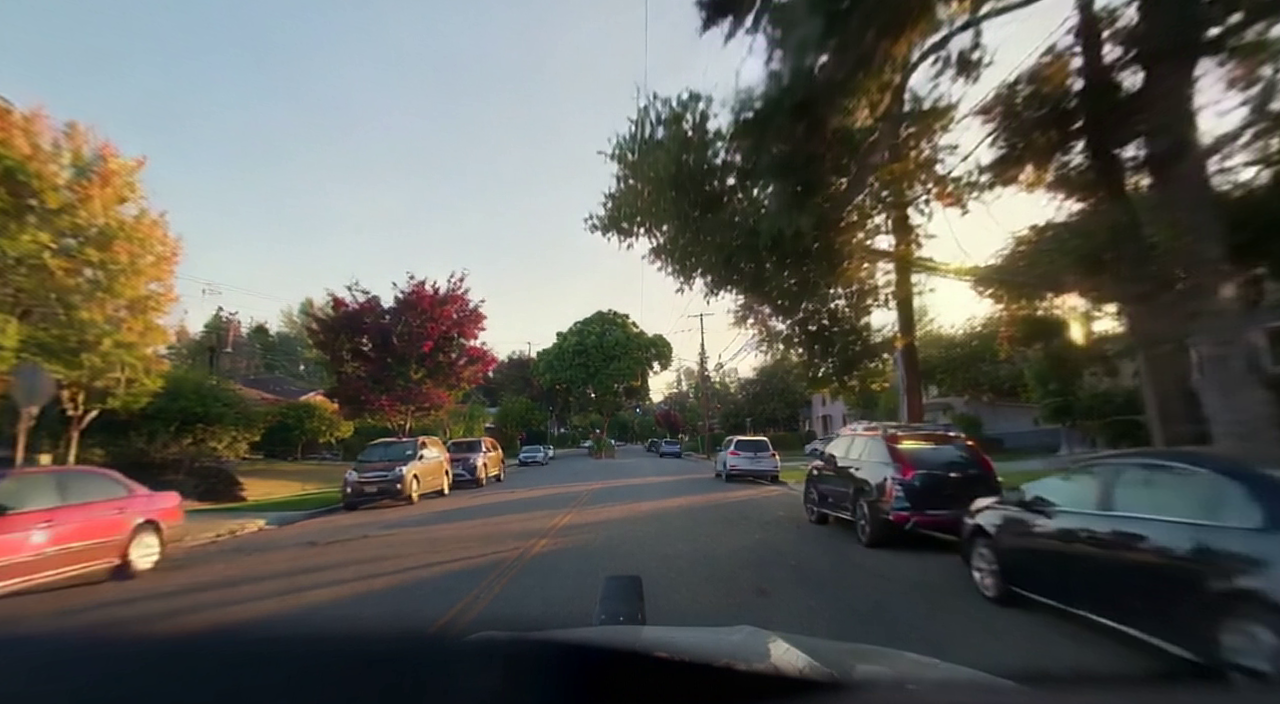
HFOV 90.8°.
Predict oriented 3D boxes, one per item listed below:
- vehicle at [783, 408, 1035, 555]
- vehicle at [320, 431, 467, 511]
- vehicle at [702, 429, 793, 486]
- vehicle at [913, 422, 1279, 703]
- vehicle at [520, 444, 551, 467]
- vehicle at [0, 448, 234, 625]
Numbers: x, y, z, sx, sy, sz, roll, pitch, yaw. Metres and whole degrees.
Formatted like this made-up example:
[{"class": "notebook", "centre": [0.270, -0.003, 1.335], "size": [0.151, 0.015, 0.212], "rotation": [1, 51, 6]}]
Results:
[{"class": "vehicle", "centre": [3.724, 1.862, 9.750], "size": [1.889, 1.736, 4.185], "rotation": [0, -8, -2]}, {"class": "vehicle", "centre": [-6.305, 3.076, 16.851], "size": [2.031, 1.799, 4.587], "rotation": [0, -8, 0]}, {"class": "vehicle", "centre": [3.655, 3.712, 22.640], "size": [2.178, 1.757, 5.495], "rotation": [0, -8, -1]}, {"class": "vehicle", "centre": [3.685, 1.240, 4.223], "size": [1.763, 1.432, 4.323], "rotation": [0, -8, 0]}, {"class": "vehicle", "centre": [-7.122, 7.077, 43.383], "size": [1.997, 1.456, 4.319], "rotation": [1, -8, -8]}, {"class": "vehicle", "centre": [-6.389, 1.682, 6.147], "size": [2.031, 1.454, 4.410], "rotation": [0, -8, -2]}]
